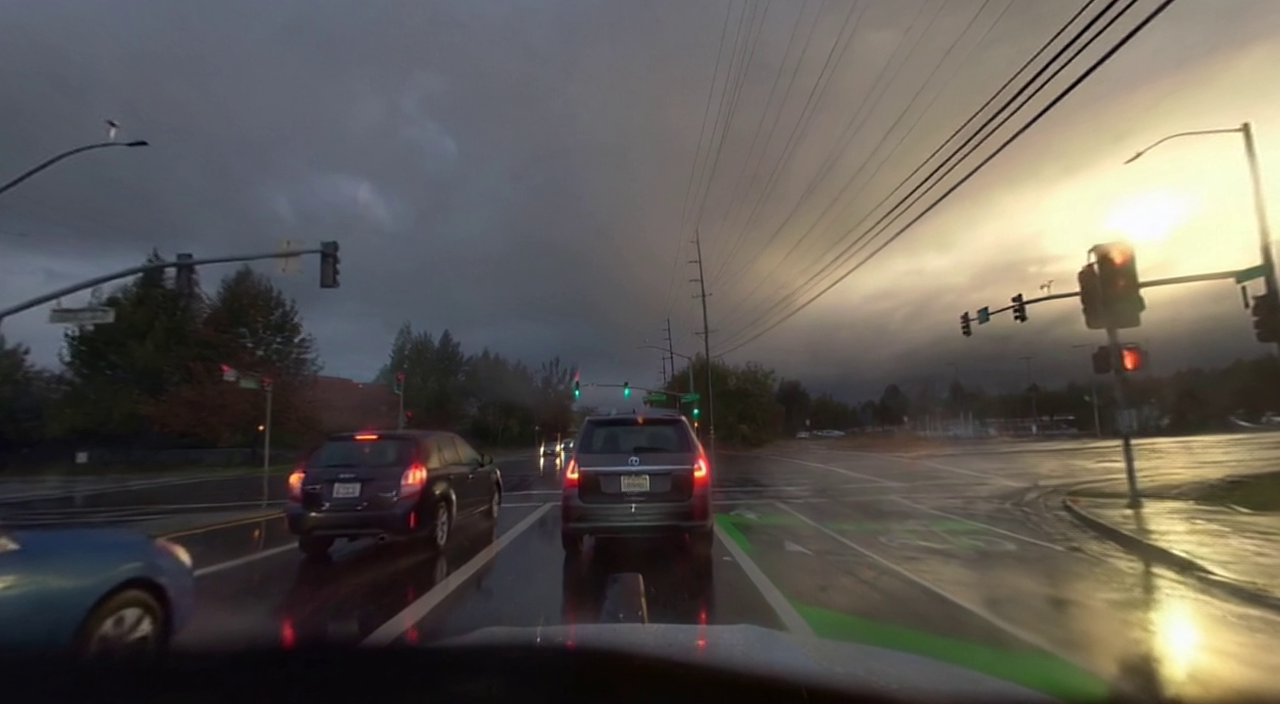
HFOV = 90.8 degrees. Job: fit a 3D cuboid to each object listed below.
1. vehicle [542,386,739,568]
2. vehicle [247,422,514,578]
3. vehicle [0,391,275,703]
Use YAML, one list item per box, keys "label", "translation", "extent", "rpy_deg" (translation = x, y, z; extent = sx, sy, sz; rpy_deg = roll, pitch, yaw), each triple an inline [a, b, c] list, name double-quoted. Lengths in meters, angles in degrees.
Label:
- label: "vehicle"
  translation: [-0.035, 1.715, 9.228]
  extent: [2.036, 1.885, 5.196]
  rpy_deg: [0, -9, -1]
- label: "vehicle"
  translation: [-2.925, 1.758, 8.156]
  extent: [1.726, 1.506, 3.840]
  rpy_deg: [0, -9, 1]
- label: "vehicle"
  translation: [-3.480, 0.775, 1.464]
  extent: [2.138, 1.488, 5.327]
  rpy_deg: [0, -7, -1]
